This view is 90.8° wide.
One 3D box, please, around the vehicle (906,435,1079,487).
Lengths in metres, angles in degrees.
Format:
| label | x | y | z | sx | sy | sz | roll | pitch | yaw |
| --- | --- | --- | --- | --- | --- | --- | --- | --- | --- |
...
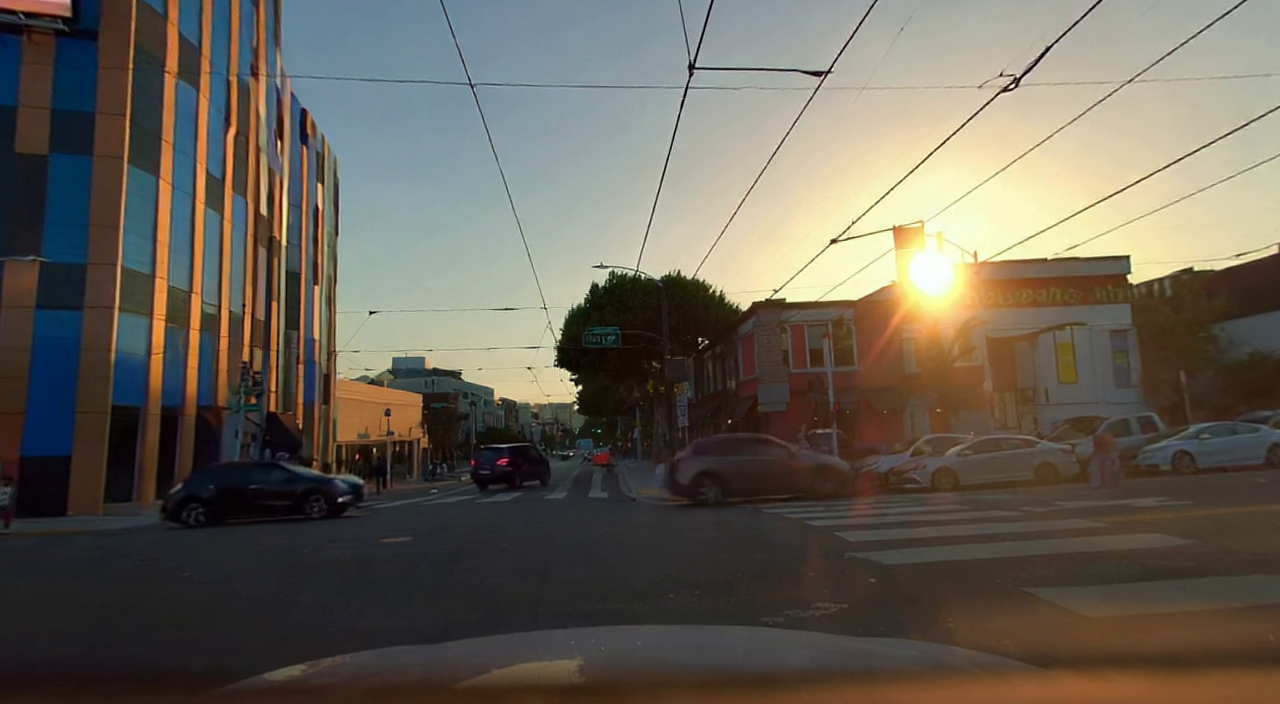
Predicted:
| label | x | y | z | sx | sy | sz | roll | pitch | yaw |
| --- | --- | --- | --- | --- | --- | --- | --- | --- | --- |
| vehicle | 11.390 | 3.524 | 20.557 | 4.697 | 1.510 | 1.596 | 0 | -9 | -4 |

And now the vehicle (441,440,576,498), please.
| label | x | y | z | sx | sy | sz | roll | pitch | yaw |
| --- | --- | --- | --- | --- | --- | --- | --- | --- | --- |
| vehicle | -4.759 | 4.301 | 23.802 | 2.137 | 1.910 | 5.120 | -5 | -10 | 28 |

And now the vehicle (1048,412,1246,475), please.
| label | x | y | z | sx | sy | sz | roll | pitch | yaw |
| --- | --- | --- | --- | --- | --- | --- | --- | --- | --- |
| vehicle | 16.755 | 3.046 | 21.070 | 4.944 | 1.946 | 1.952 | 0 | -8 | -3 |

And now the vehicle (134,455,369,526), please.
| label | x | y | z | sx | sy | sz | roll | pitch | yaw |
| --- | --- | --- | --- | --- | --- | --- | --- | --- | --- |
| vehicle | -9.682 | 3.456 | 16.092 | 4.637 | 1.624 | 1.927 | 0 | -8 | -3 |

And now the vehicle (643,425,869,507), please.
| label | x | y | z | sx | sy | sz | roll | pitch | yaw |
| --- | --- | --- | --- | --- | --- | --- | --- | --- | --- |
| vehicle | 2.514 | 2.640 | 14.560 | 4.629 | 1.696 | 2.098 | 1 | -12 | -7 |
